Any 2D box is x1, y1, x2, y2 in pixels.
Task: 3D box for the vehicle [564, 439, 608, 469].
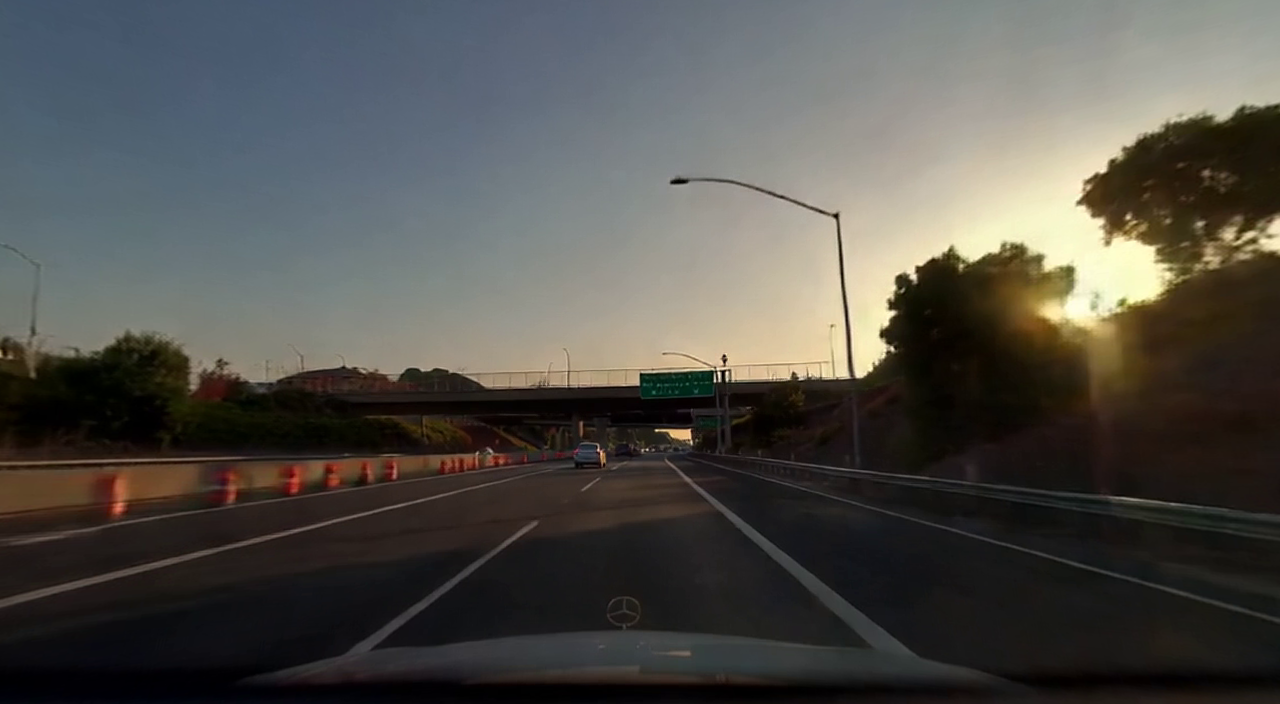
[{"bbox_3d":[-3.041,5.865,36.274,2.078,1.629,4.059,0,-8,1],"label":"vehicle"}]
